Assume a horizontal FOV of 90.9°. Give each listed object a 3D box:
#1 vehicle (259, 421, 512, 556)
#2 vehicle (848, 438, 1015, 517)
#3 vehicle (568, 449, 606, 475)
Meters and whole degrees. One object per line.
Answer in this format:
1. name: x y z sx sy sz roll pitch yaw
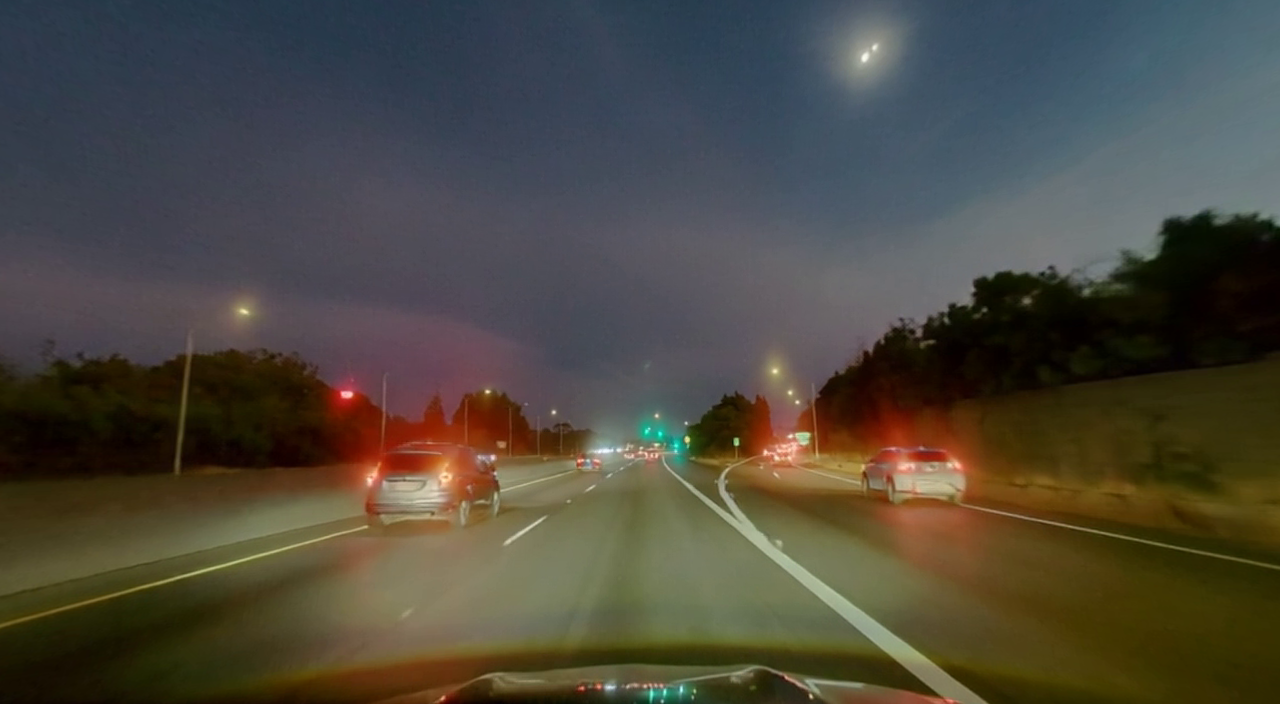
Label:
1. vehicle: -3.682 2.081 10.229 2.263 1.696 4.321 0 -9 0
2. vehicle: 6.640 2.898 15.078 2.020 1.548 4.715 -1 -9 4
3. vehicle: -3.263 6.875 39.702 1.997 1.540 3.906 0 -9 1
